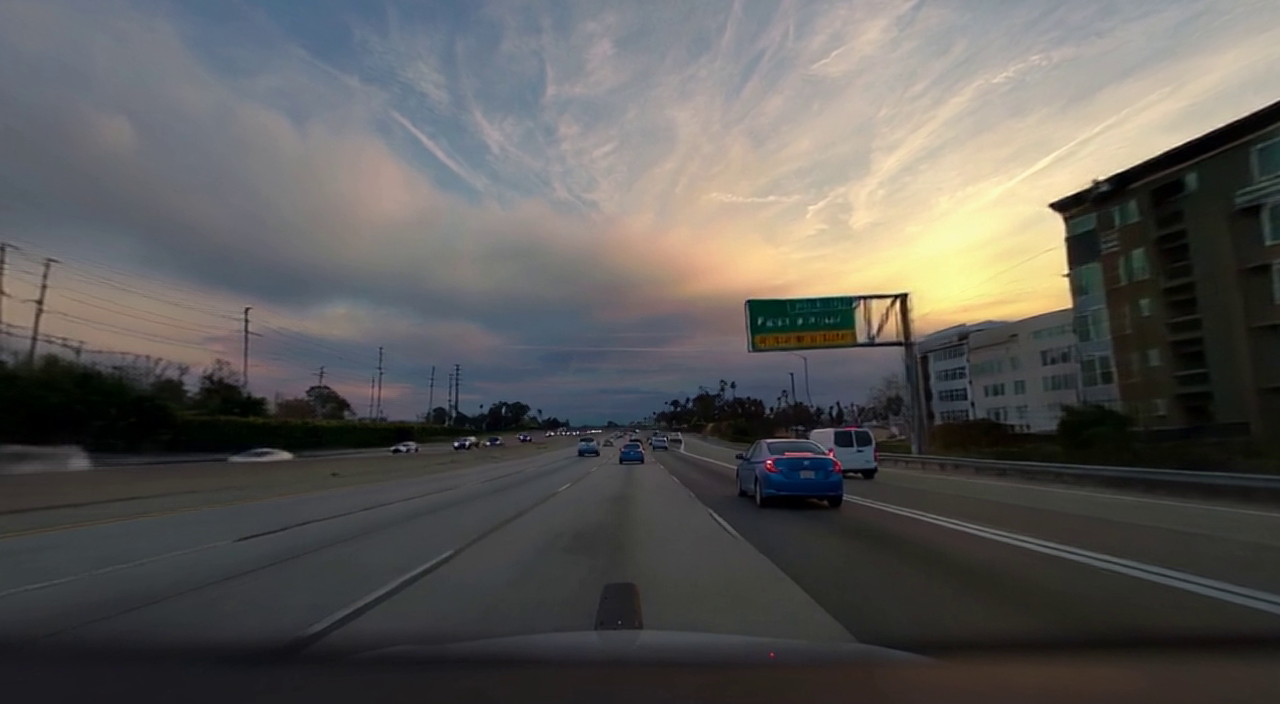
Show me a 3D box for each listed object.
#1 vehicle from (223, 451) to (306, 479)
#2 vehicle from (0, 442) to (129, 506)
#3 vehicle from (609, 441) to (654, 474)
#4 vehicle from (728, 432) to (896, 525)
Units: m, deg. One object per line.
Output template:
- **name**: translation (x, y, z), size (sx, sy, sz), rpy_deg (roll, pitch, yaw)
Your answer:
- **vehicle**: translation (-22.035, 6.648, 37.222), size (1.857, 1.497, 4.857), rpy_deg (0, -8, 1)
- **vehicle**: translation (-16.722, 3.230, 17.028), size (1.890, 1.564, 4.563), rpy_deg (0, -8, 1)
- **vehicle**: translation (-0.459, 5.046, 30.285), size (2.019, 1.472, 3.971), rpy_deg (0, -8, -2)
- **vehicle**: translation (3.177, 2.436, 12.742), size (1.995, 1.533, 4.463), rpy_deg (0, -8, -2)
